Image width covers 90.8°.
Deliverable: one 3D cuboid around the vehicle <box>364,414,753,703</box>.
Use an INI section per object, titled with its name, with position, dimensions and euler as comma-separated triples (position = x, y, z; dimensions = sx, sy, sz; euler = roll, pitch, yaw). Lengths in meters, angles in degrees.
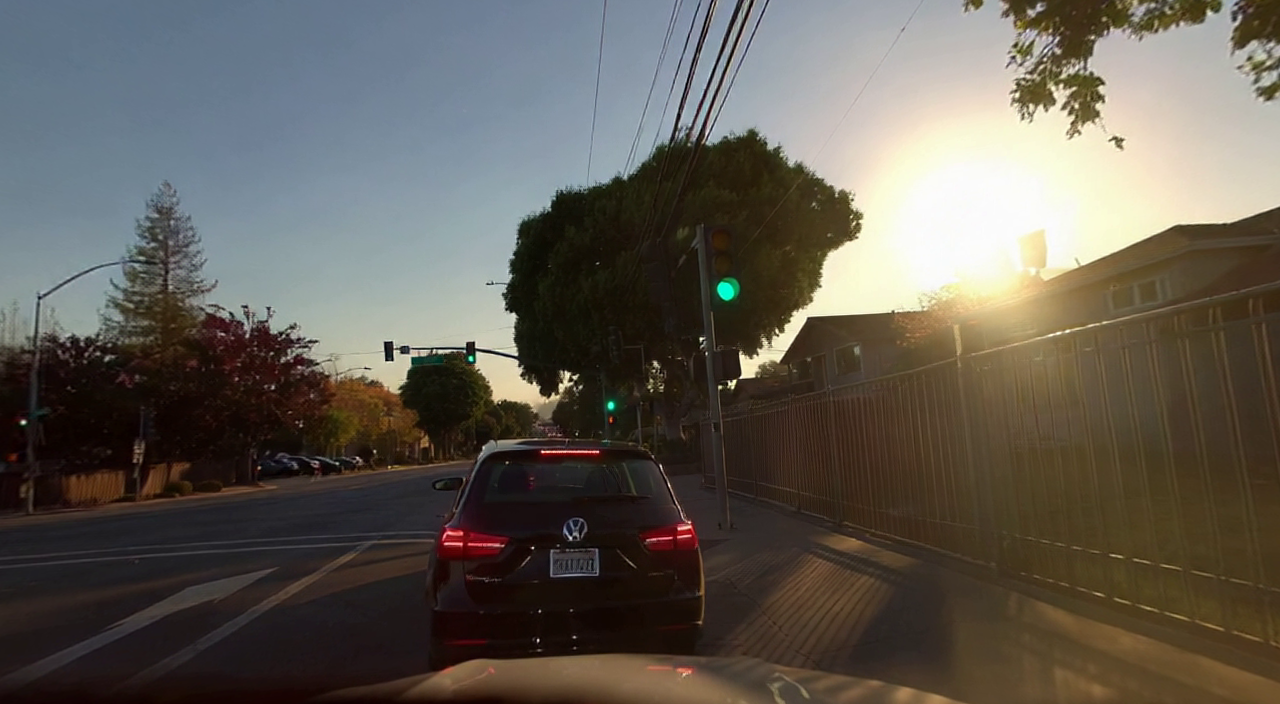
[vehicle]
position = -0.678, 1.362, 5.226
dimensions = 2.024, 1.502, 3.702
euler = 1, -9, -9
